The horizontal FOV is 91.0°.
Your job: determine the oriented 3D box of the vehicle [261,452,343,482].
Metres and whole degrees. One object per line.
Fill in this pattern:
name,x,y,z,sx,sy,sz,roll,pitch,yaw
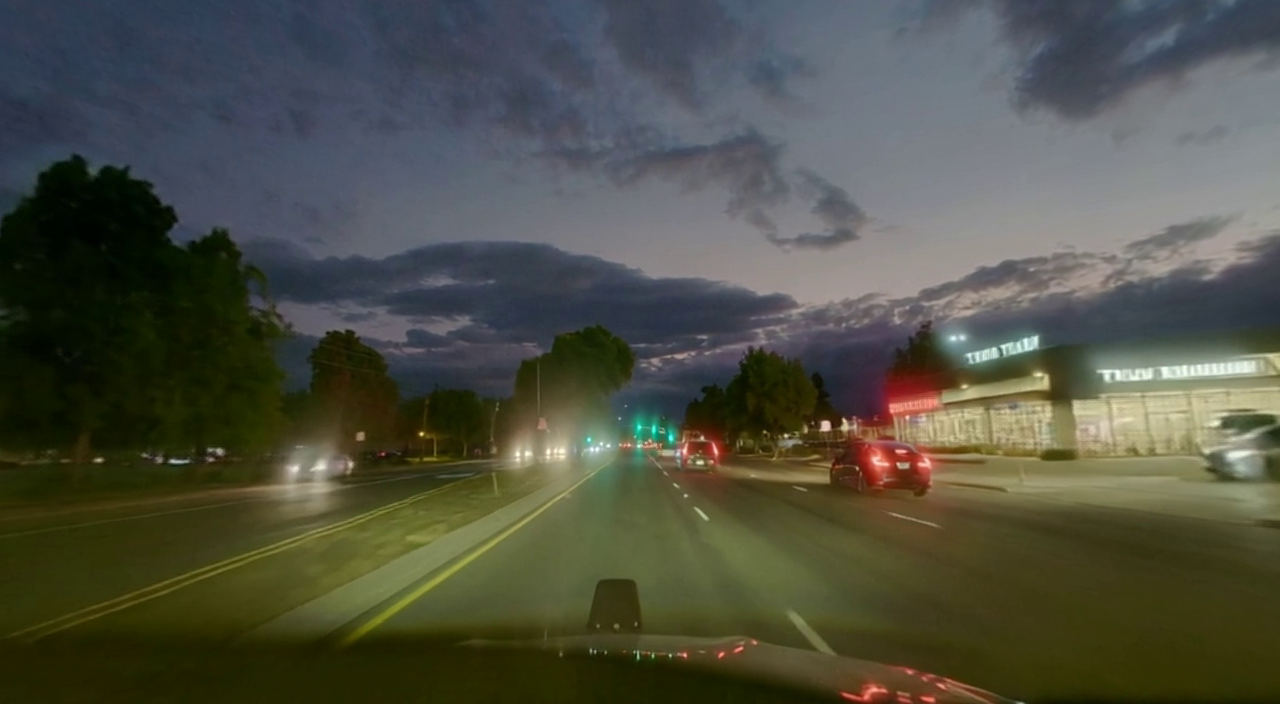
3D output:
vehicle,-17.987,6.112,33.774,1.851,1.480,4.501,0,-9,1

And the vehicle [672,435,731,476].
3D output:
vehicle,2.674,4.642,28.427,2.161,1.676,4.151,0,-9,-1

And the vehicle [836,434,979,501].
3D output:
vehicle,6.826,2.977,16.617,1.886,1.528,4.169,0,-9,-1
